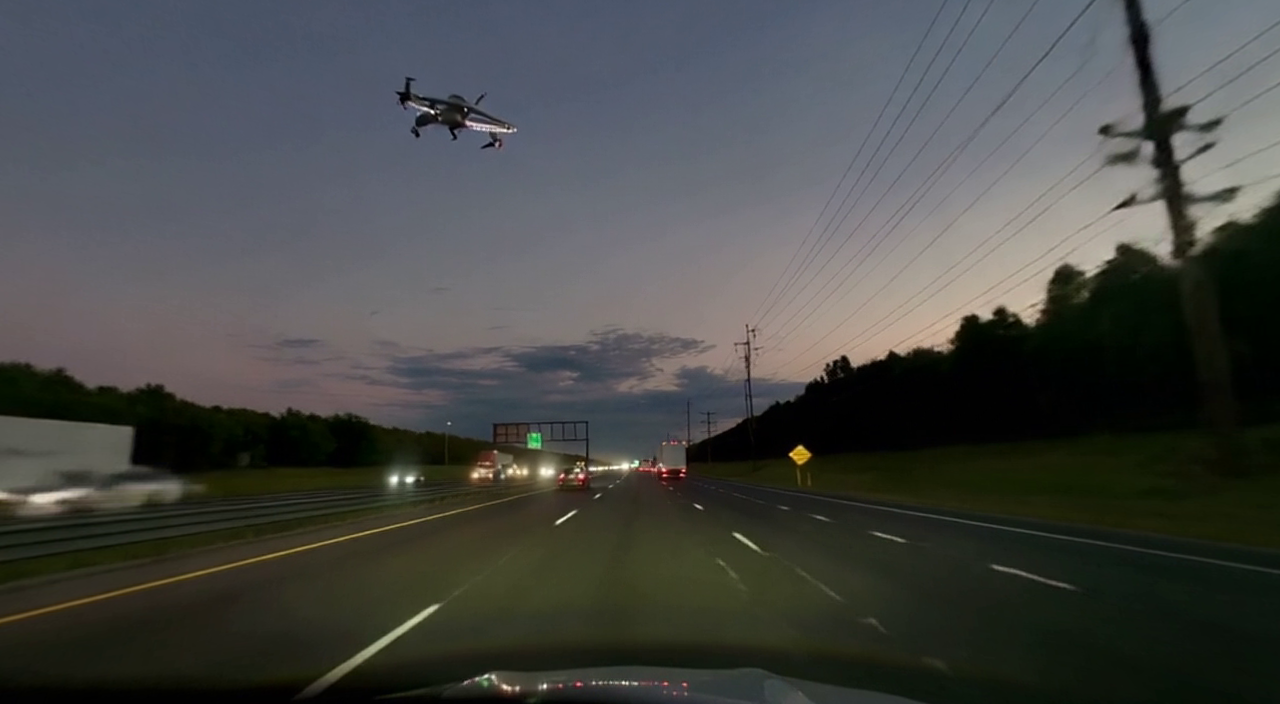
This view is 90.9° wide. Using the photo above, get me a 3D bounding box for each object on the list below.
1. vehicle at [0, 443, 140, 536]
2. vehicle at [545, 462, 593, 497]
[{"bbox_3d":[-12.052,2.471,11.440,2.013,1.575,4.759,1,-11,-1],"label":"vehicle"},{"bbox_3d":[-3.474,6.346,31.556,1.942,1.597,3.943,1,-10,0],"label":"vehicle"}]
